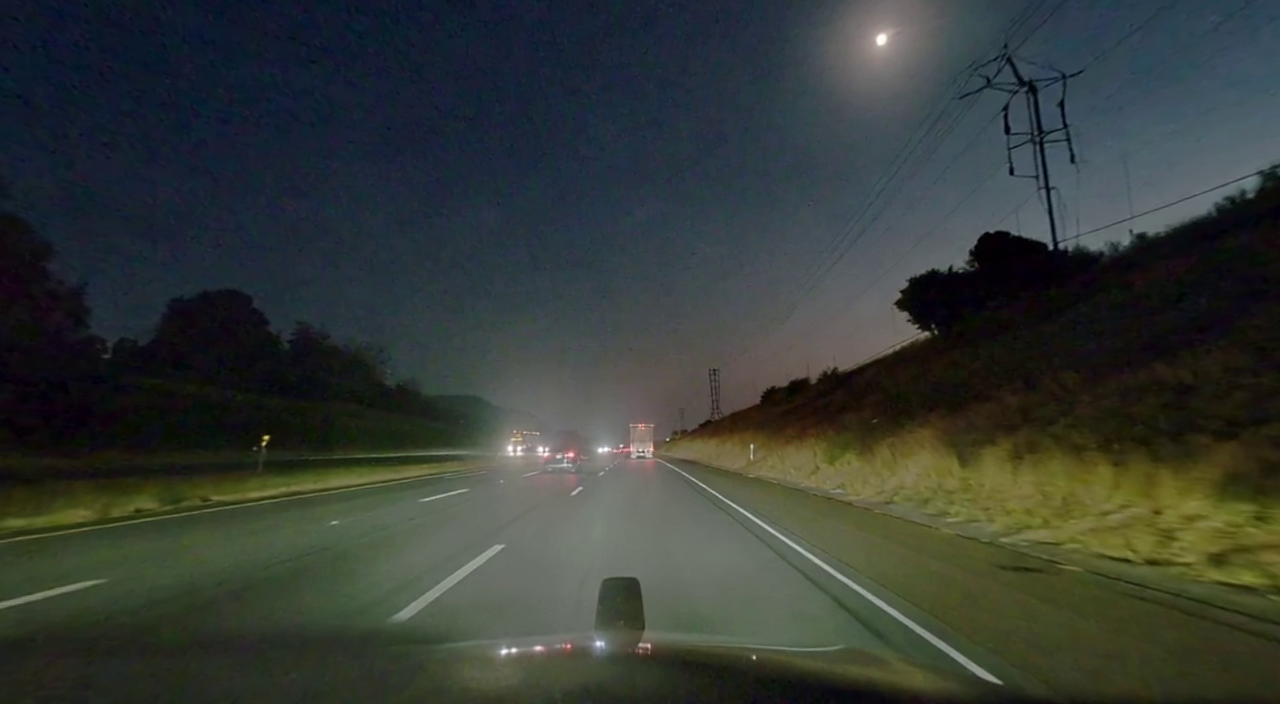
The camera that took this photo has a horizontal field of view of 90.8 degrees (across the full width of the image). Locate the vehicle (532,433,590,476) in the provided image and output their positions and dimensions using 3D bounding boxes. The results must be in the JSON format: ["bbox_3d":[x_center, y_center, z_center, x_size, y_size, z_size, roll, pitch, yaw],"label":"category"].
[{"bbox_3d":[-3.810,5.066,31.353,2.207,1.949,4.911,0,-9,1],"label":"vehicle"}]
